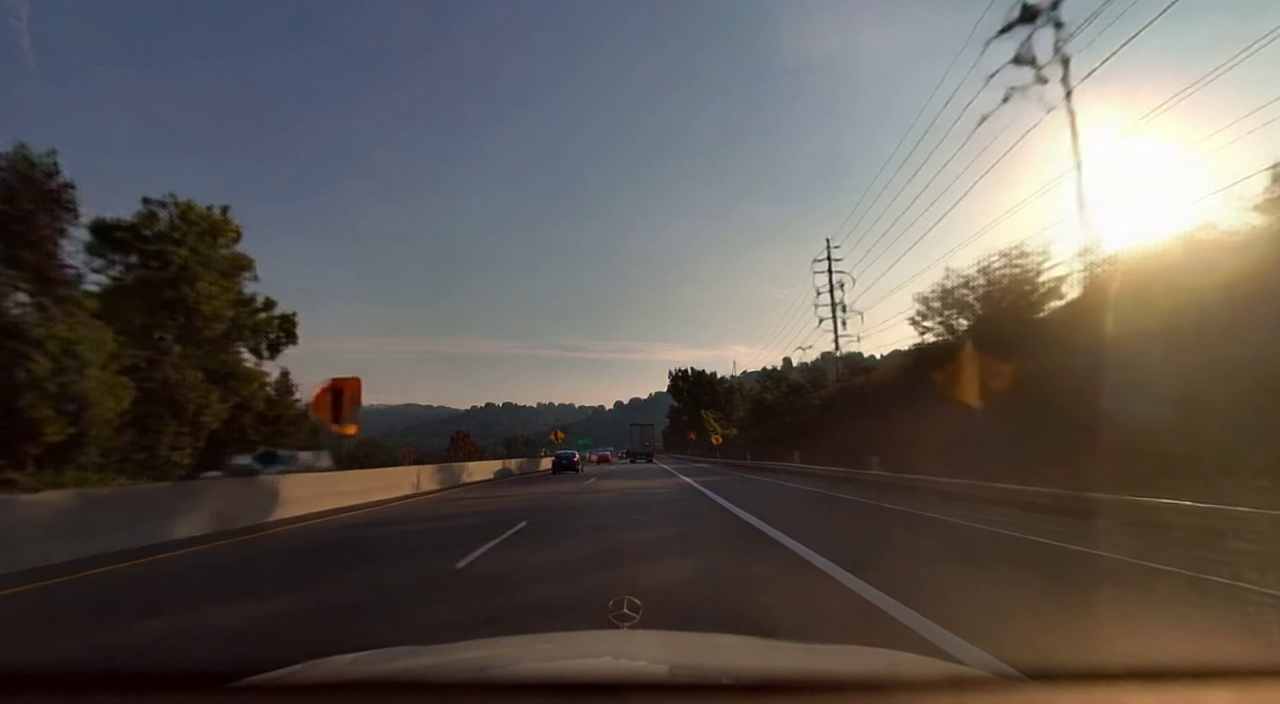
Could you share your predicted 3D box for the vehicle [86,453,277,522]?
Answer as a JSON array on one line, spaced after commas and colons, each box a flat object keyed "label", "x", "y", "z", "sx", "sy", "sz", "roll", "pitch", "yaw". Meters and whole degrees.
[{"label": "vehicle", "x": -12.339, "y": 3.622, "z": 17.452, "sx": 1.849, "sy": 1.593, "sz": 4.548, "roll": 0, "pitch": -9, "yaw": 0}]

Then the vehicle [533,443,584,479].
[{"label": "vehicle", "x": -4.201, "y": 5.647, "z": 32.991, "sx": 2.111, "sy": 1.735, "sz": 4.066, "roll": 0, "pitch": -9, "yaw": 0}]
